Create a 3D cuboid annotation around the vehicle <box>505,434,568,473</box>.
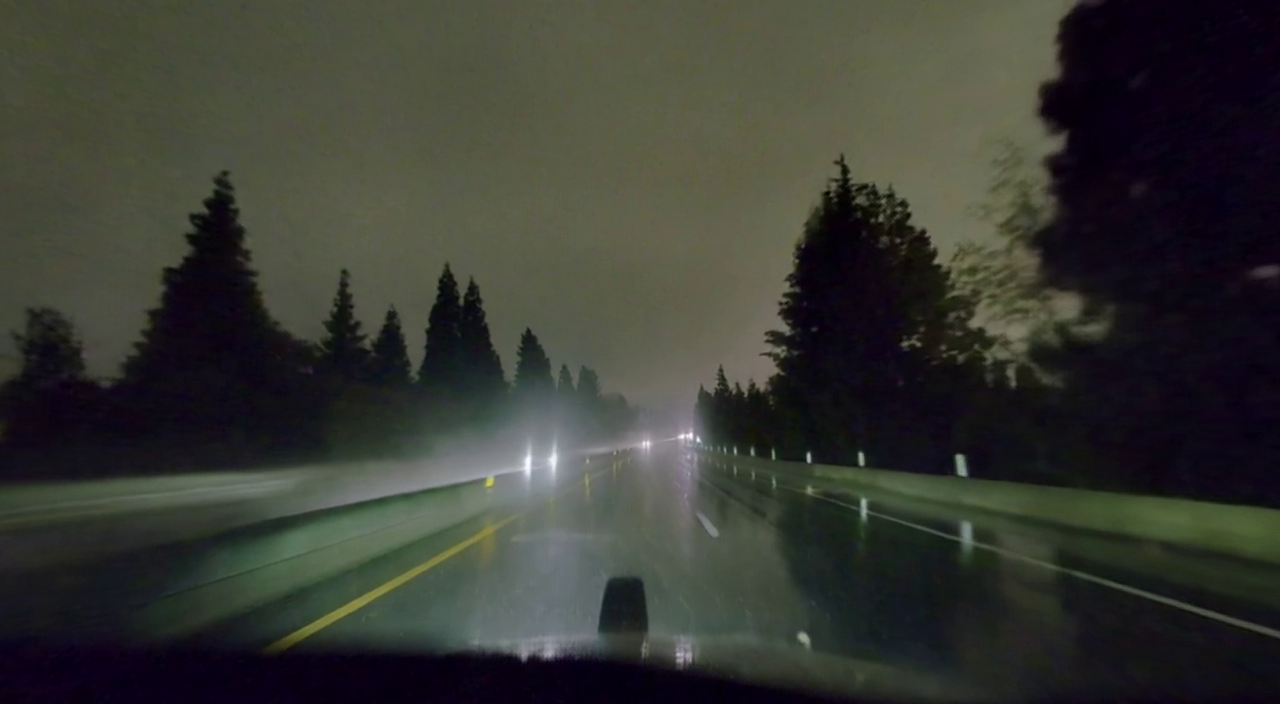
[{"bbox_3d":[-5.374,5.390,33.735,2.275,1.927,5.574,0,-8,2],"label":"vehicle"}]
